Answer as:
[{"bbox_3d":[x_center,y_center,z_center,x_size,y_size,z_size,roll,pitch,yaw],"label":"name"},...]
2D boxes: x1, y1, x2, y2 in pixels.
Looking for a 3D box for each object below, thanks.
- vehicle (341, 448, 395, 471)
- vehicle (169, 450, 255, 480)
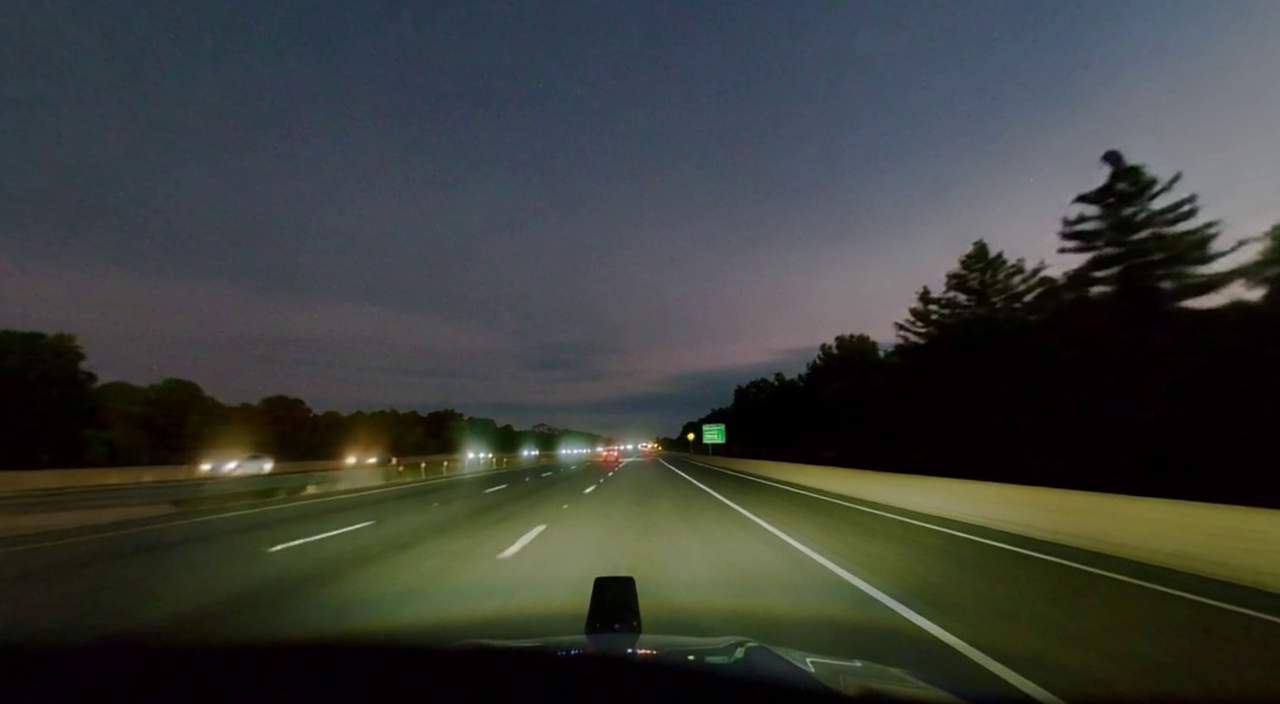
[{"bbox_3d":[-19.113,7.570,44.301,1.888,1.540,4.204,0,-9,1],"label":"vehicle"},{"bbox_3d":[-22.763,6.018,33.498,1.878,1.477,3.769,0,-9,1],"label":"vehicle"}]
